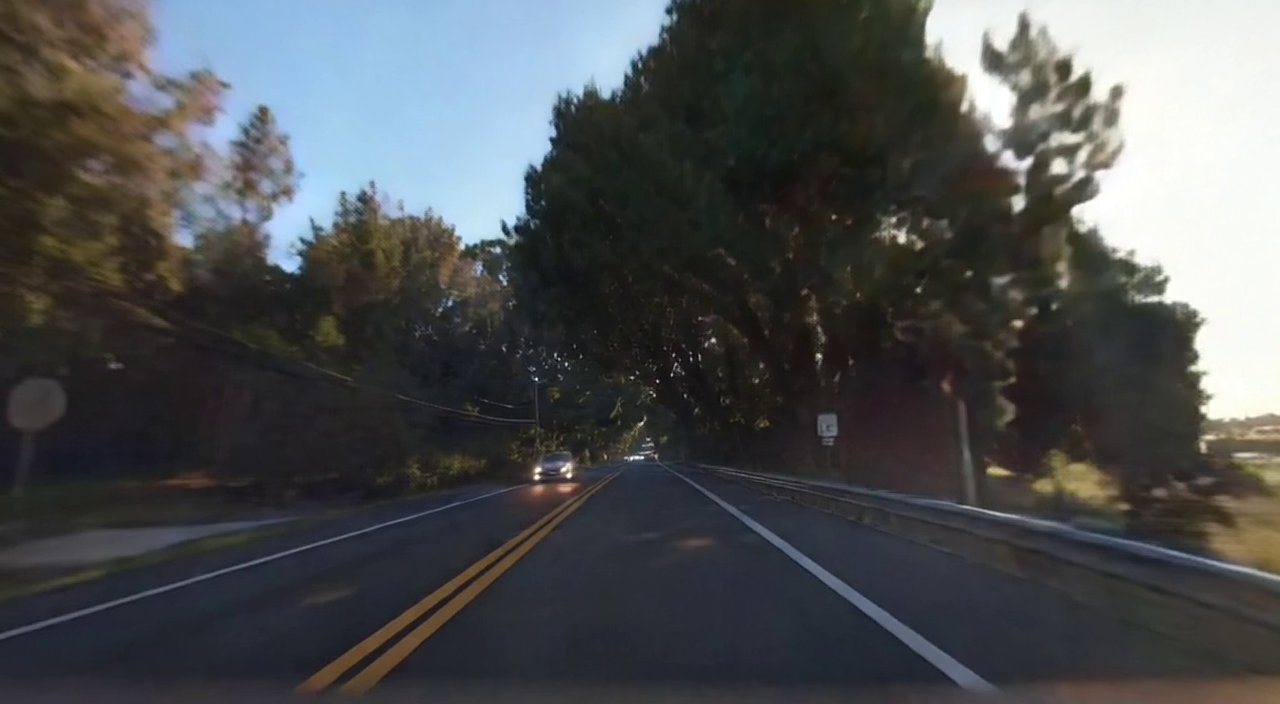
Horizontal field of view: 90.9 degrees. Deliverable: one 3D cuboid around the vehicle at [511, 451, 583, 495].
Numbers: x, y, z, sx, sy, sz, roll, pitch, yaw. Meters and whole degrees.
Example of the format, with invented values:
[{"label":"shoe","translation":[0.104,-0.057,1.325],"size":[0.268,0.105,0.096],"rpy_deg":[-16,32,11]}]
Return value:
[{"label":"vehicle","translation":[-3.471,4.607,24.411],"size":[1.937,1.473,4.570],"rpy_deg":[0,-8,2]}]
